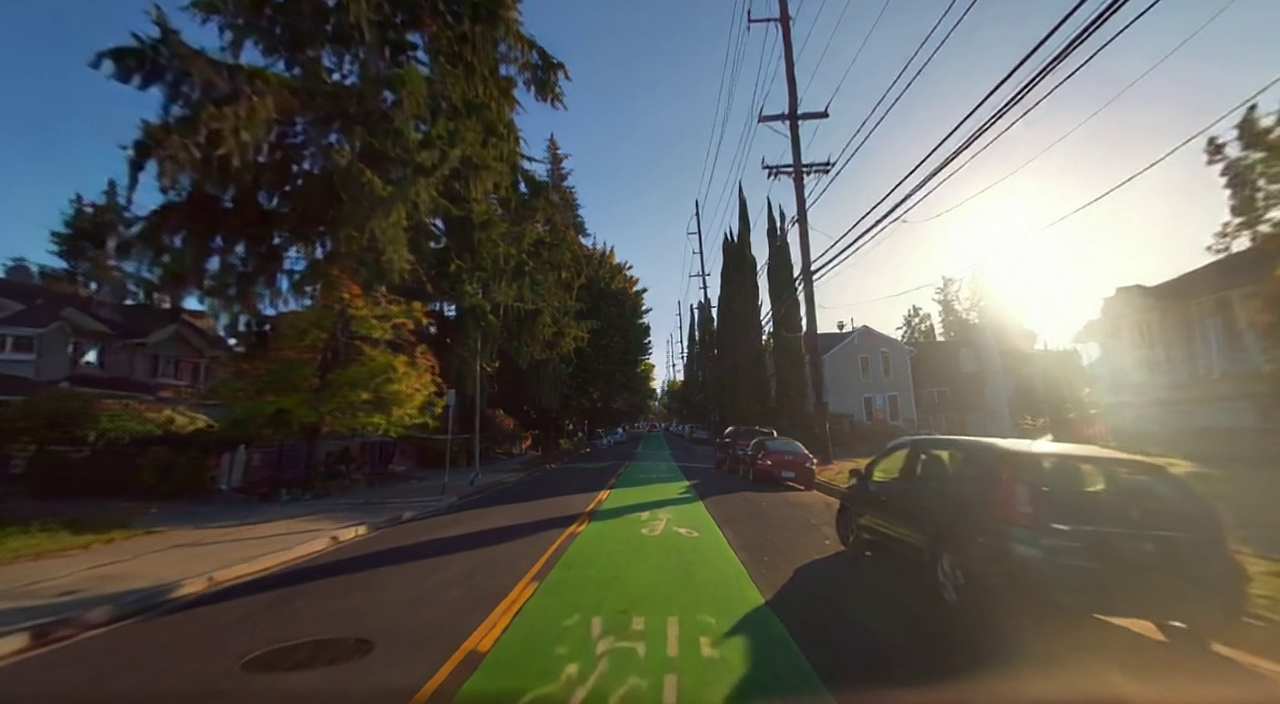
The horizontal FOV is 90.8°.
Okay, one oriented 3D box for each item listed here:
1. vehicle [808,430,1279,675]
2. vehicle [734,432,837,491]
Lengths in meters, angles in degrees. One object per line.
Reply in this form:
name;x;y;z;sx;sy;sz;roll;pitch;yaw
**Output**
vehicle;3.370;1.594;6.240;2.235;1.500;4.496;0;-9;1
vehicle;4.089;3.163;18.516;1.981;1.512;4.144;0;-9;-1
